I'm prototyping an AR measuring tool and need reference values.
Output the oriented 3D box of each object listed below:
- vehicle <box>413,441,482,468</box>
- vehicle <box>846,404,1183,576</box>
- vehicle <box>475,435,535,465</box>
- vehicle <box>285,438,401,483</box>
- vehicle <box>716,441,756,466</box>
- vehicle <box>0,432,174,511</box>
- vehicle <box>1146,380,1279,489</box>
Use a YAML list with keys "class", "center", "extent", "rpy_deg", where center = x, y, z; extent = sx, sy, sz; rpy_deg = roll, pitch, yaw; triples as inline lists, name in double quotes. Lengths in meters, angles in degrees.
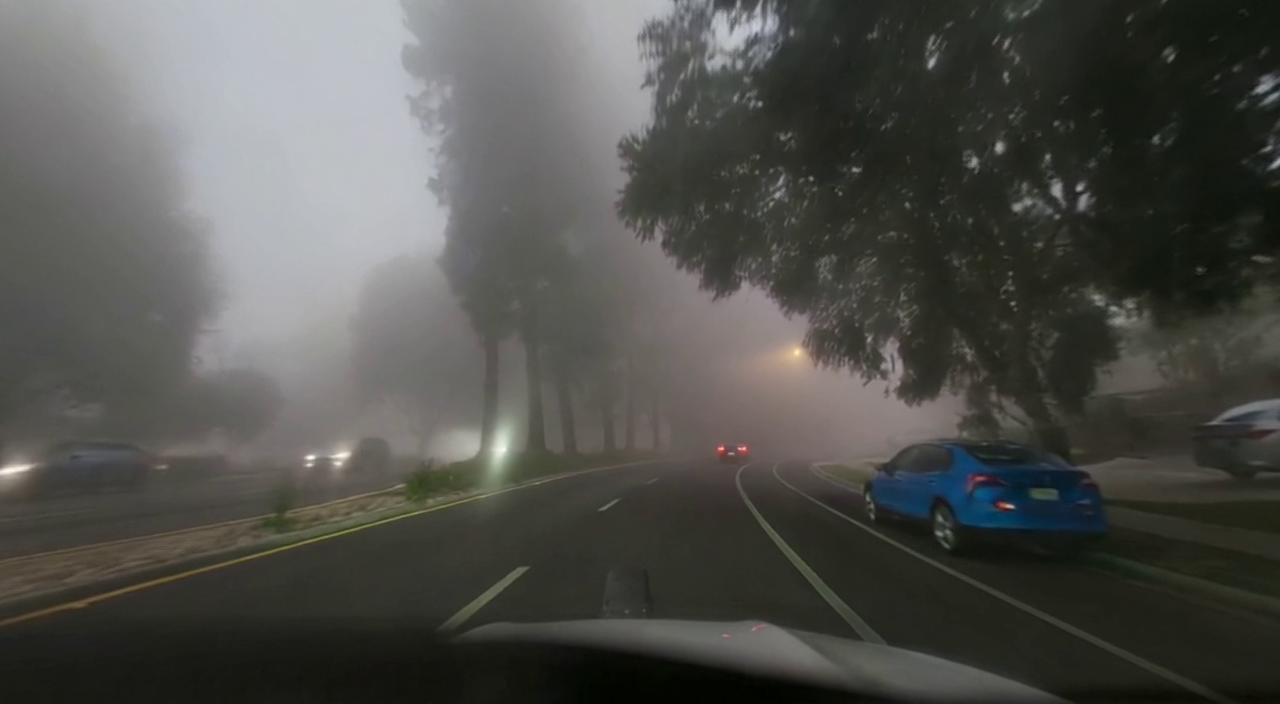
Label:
- class: "vehicle"
  center: [-12.225, 6.566, 40.352]
  extent: [2.006, 1.575, 4.496]
  rpy_deg: [-4, -10, 17]
- class: "vehicle"
  center: [4.474, 1.700, 8.528]
  extent: [2.169, 1.713, 4.137]
  rpy_deg: [-1, -8, 4]
- class: "vehicle"
  center: [-8.474, 6.209, 40.002]
  extent: [2.071, 1.728, 4.514]
  rpy_deg: [-2, -9, 12]
- class: "vehicle"
  center: [-11.221, 4.109, 24.262]
  extent: [1.907, 1.539, 4.430]
  rpy_deg: [-1, -8, 7]
- class: "vehicle"
  center: [6.216, 6.478, 40.447]
  extent: [2.050, 1.456, 4.003]
  rpy_deg: [-2, -9, 14]
- class: "vehicle"
  center: [-15.973, 3.170, 17.244]
  extent: [2.281, 1.822, 5.025]
  rpy_deg: [-1, -8, 6]
- class: "vehicle"
  center: [12.106, 1.437, 11.055]
  extent: [4.612, 1.721, 2.052]
  rpy_deg: [0, -8, 0]
